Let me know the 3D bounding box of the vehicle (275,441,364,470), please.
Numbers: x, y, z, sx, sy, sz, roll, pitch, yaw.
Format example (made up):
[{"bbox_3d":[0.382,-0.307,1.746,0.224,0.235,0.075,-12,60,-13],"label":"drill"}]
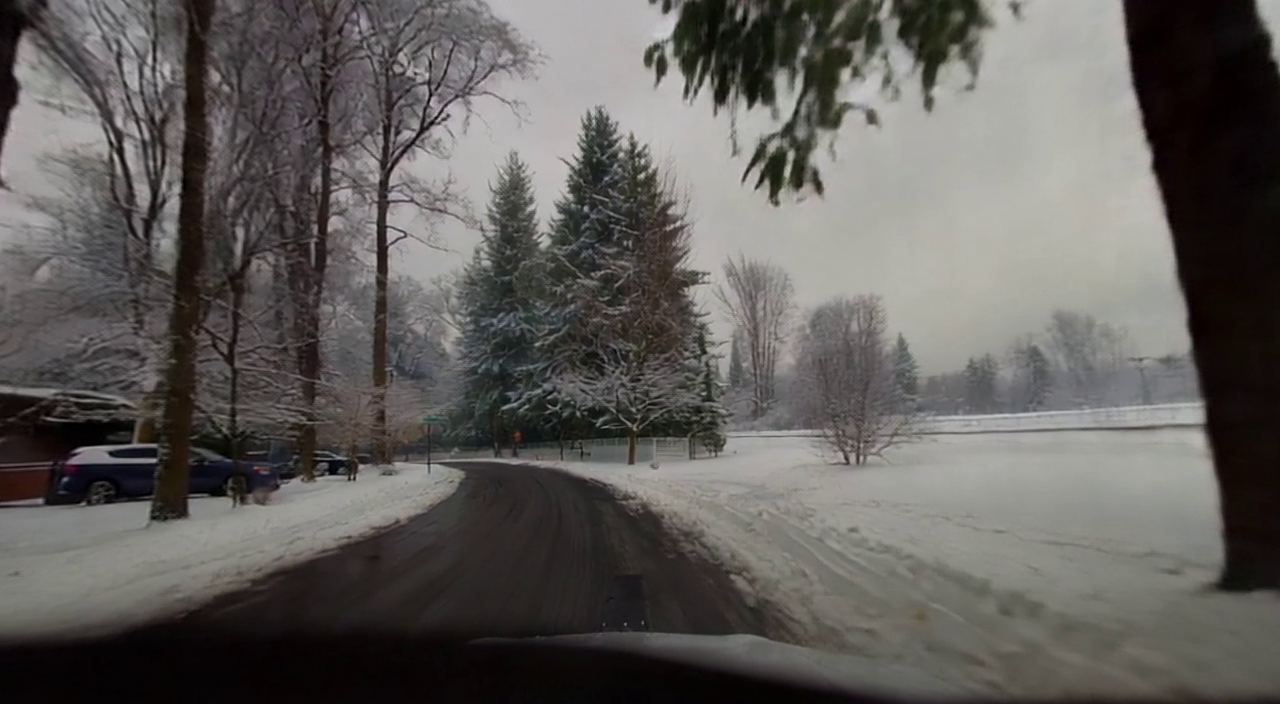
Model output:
[{"bbox_3d":[-19.457,6.298,38.493,4.471,1.638,1.877,2,-8,-17],"label":"vehicle"}]

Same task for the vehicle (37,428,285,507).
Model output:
[{"bbox_3d":[-12.699,3.065,17.194,4.961,1.757,1.971,1,-8,-21],"label":"vehicle"}]
